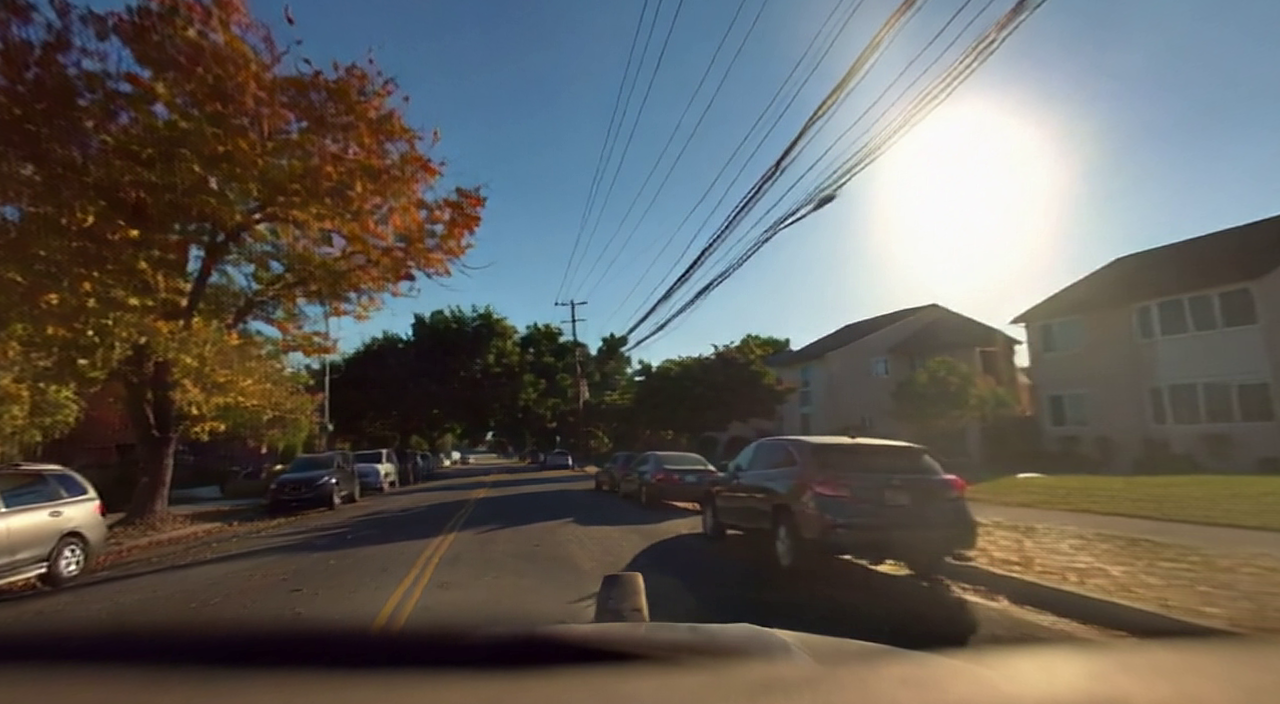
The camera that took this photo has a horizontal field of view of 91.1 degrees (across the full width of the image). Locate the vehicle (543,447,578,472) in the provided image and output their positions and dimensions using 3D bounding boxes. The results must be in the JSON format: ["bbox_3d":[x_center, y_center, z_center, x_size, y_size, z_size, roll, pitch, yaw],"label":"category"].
[{"bbox_3d":[-6.145,8.276,48.285,2.328,1.730,4.225,1,-11,-12],"label":"vehicle"}]

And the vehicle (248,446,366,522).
[{"bbox_3d":[-10.337,4.038,19.959,2.056,1.876,4.824,-1,-7,-12],"label":"vehicle"}]

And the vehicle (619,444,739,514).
[{"bbox_3d":[0.802,3.154,16.240,1.868,1.494,4.652,1,-9,-12],"label":"vehicle"}]

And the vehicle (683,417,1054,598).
[{"bbox_3d":[2.397,1.828,8.511,2.272,1.626,5.170,2,-9,-12],"label":"vehicle"}]

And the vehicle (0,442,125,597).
[{"bbox_3d":[-8.800,2.075,7.617,2.037,1.851,4.569,0,-11,-13],"label":"vehicle"}]
